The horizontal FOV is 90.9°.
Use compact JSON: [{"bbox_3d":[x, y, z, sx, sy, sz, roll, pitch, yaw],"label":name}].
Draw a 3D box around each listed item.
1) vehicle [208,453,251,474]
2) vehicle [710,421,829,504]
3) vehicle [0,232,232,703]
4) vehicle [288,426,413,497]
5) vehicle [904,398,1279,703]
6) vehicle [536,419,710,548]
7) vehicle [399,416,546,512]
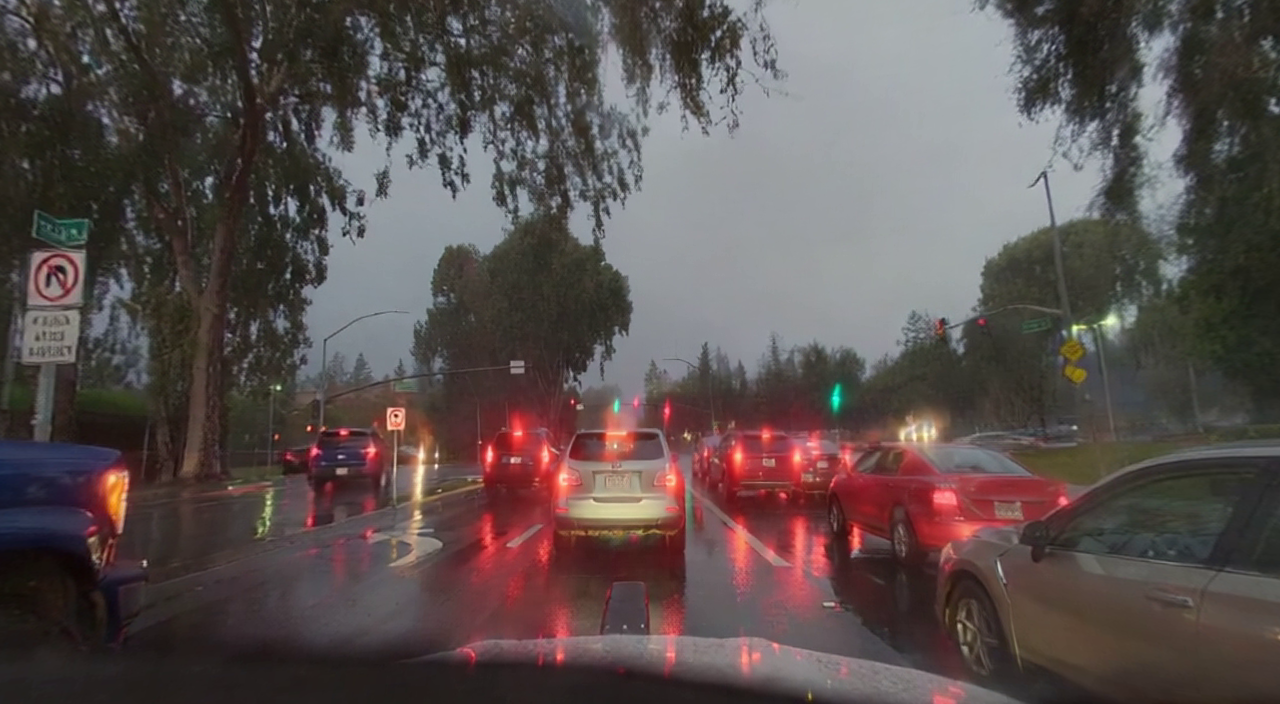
[{"bbox_3d":[-31.342,8.478,48.031,1.950,1.431,4.198,8,-12,-42],"label":"vehicle"},{"bbox_3d":[3.132,2.800,16.376,2.102,1.841,4.587,0,-8,0],"label":"vehicle"},{"bbox_3d":[-3.482,0.356,0.316,2.656,2.021,5.800,0,-8,0],"label":"vehicle"},{"bbox_3d":[-8.248,3.141,18.527,2.088,1.787,4.728,1,-9,-9],"label":"vehicle"},{"bbox_3d":[3.009,0.963,2.517,1.874,1.477,4.698,0,-8,0],"label":"vehicle"},{"bbox_3d":[-0.223,1.934,9.881,2.194,1.607,3.690,0,-8,0],"label":"vehicle"},{"bbox_3d":[-3.631,2.526,14.656,2.089,1.857,4.488,0,-8,1],"label":"vehicle"}]
